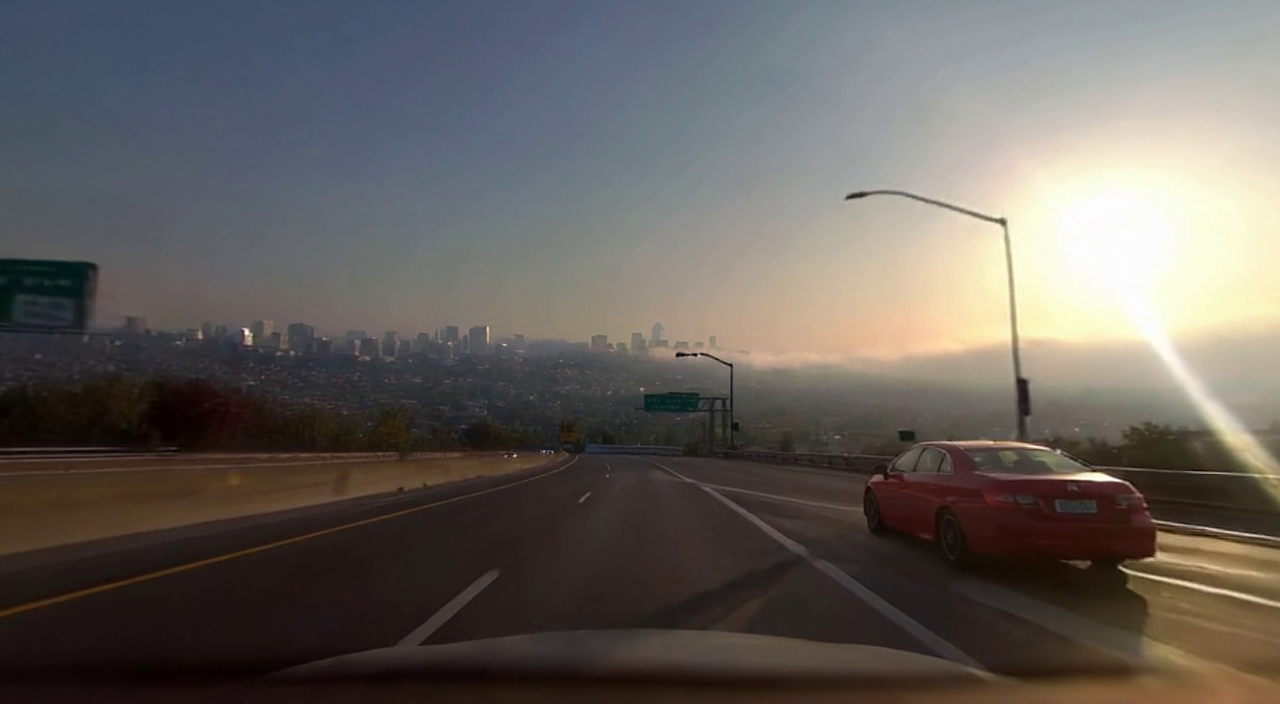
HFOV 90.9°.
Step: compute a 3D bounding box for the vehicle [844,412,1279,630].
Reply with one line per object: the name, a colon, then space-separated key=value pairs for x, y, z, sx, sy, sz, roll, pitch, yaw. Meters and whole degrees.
vehicle: x=4.128 y=1.588 z=7.035 sx=2.104 sy=1.575 sz=4.698 roll=0 pitch=-9 yaw=0
